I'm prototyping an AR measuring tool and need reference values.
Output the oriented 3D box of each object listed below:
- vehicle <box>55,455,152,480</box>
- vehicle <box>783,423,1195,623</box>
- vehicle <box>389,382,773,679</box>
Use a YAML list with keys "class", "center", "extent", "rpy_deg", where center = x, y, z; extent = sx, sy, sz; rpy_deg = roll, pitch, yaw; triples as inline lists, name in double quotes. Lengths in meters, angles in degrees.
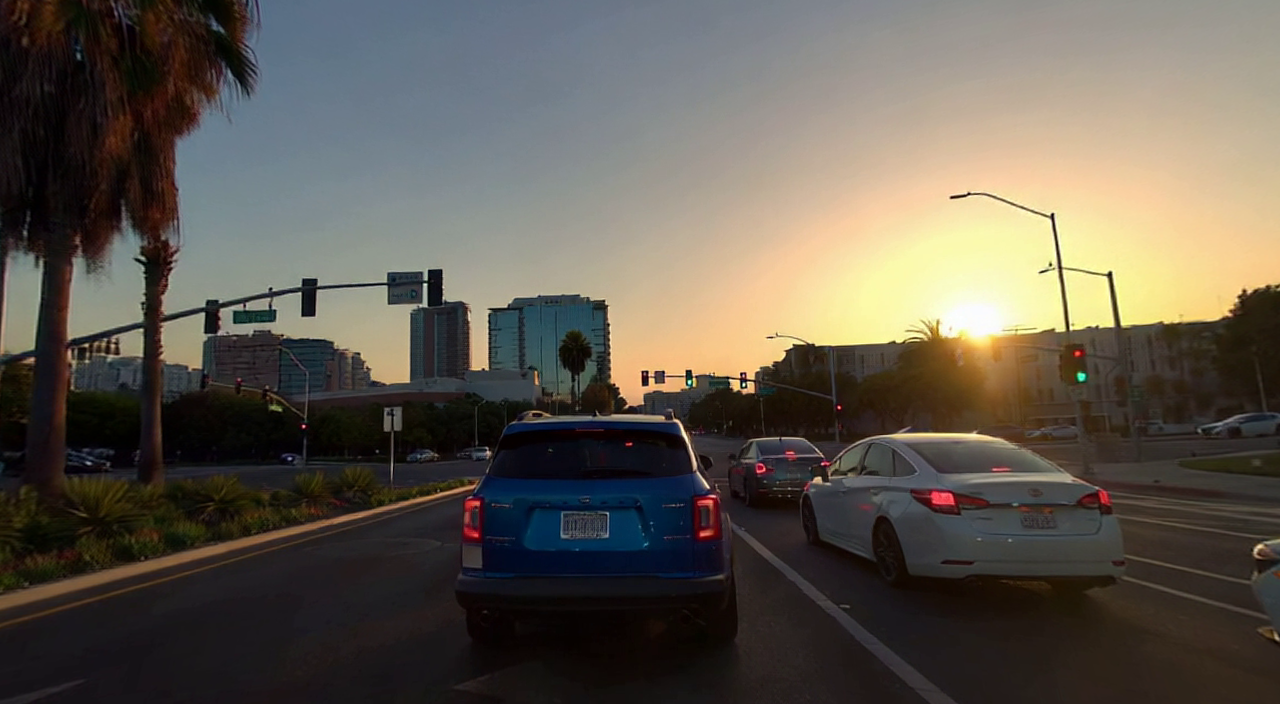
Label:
- class: "vehicle"
  center: [-40.222, 8.628, 47.119]
  extent: [5.347, 1.785, 2.123]
  rpy_deg: [0, -8, 2]
- class: "vehicle"
  center: [3.113, 1.609, 6.972]
  extent: [1.971, 1.473, 4.495]
  rpy_deg: [0, -8, 0]
- class: "vehicle"
  center: [-0.336, 1.317, 5.688]
  extent: [2.172, 1.694, 4.055]
  rpy_deg: [0, -8, 0]
